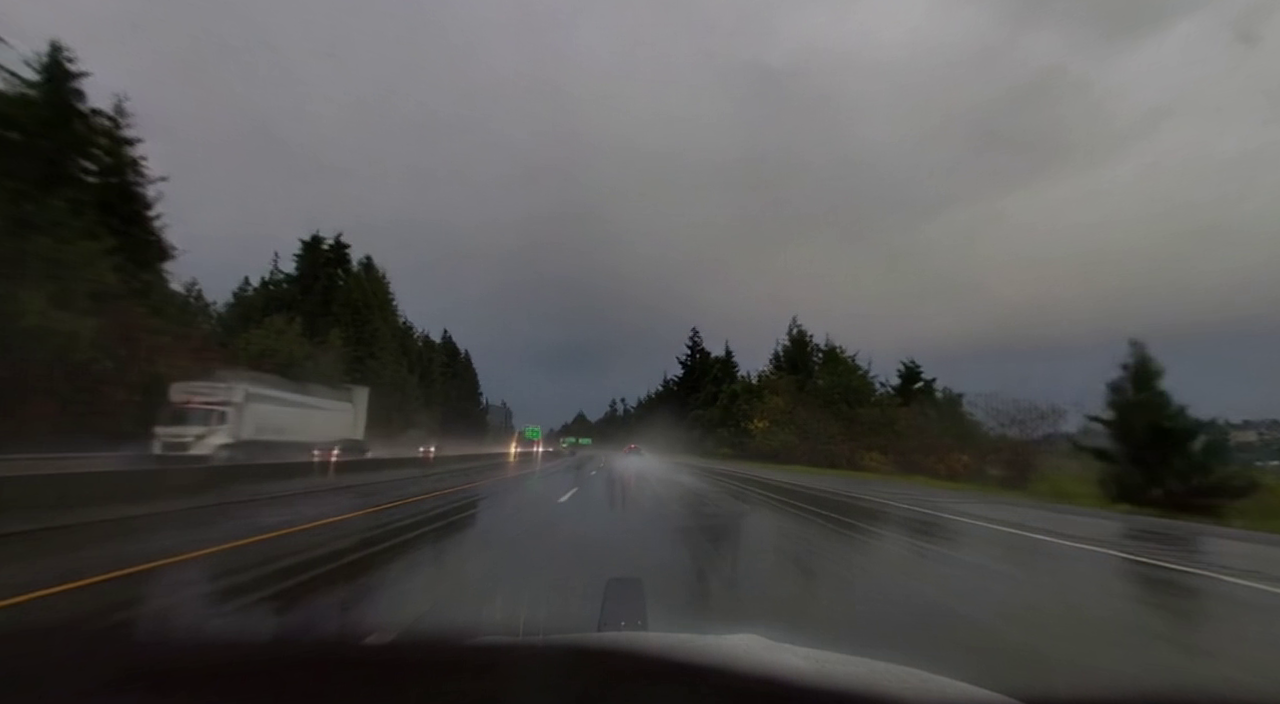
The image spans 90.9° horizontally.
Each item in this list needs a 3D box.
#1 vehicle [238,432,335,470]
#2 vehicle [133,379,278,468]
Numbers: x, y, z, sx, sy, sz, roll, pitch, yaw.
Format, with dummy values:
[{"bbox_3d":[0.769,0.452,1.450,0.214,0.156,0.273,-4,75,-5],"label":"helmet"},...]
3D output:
[{"bbox_3d":[-16.354,4.626,29.445,2.001,1.638,4.475,0,-9,-1],"label":"vehicle"},{"bbox_3d":[-21.446,3.671,31.607,2.989,4.011,5.907,0,-9,-2],"label":"vehicle"}]
